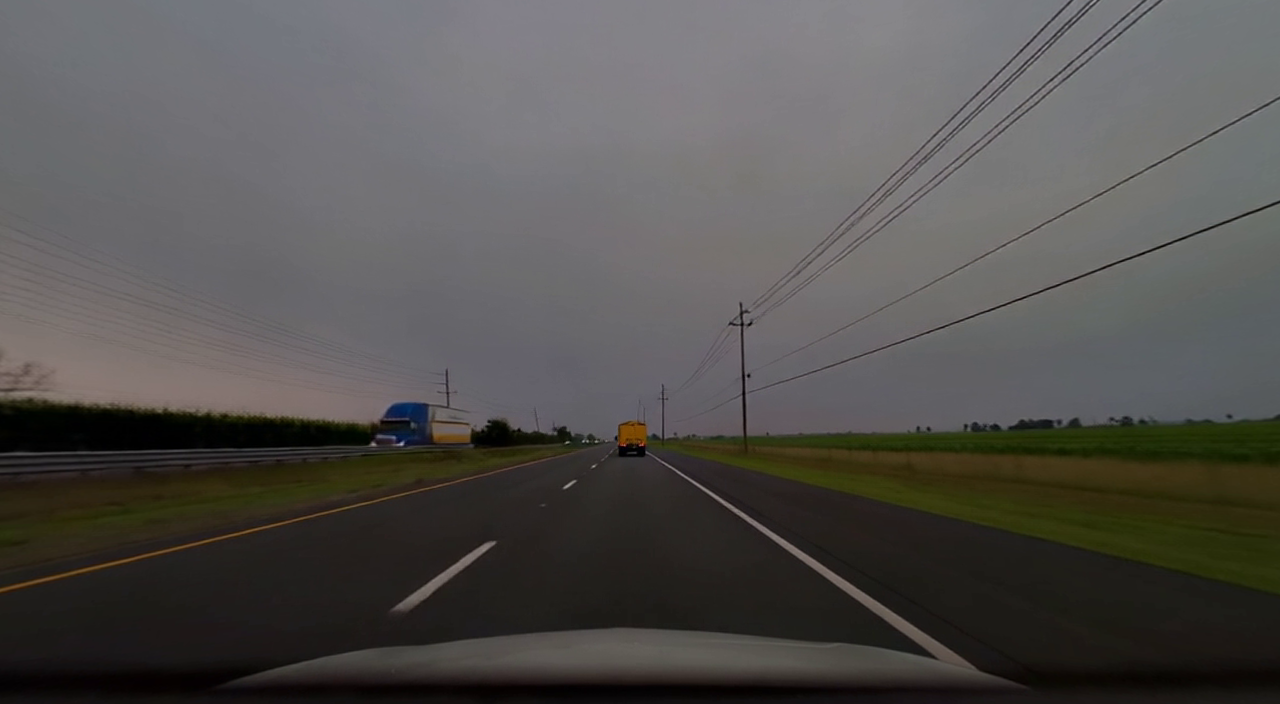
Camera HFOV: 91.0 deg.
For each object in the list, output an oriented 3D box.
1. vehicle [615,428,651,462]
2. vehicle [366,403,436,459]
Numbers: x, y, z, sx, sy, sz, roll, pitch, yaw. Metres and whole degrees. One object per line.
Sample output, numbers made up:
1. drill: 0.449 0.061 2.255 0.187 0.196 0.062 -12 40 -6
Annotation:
1. vehicle: -0.506 6.078 41.222 2.240 2.129 4.480 0 -8 -2
2. vehicle: -17.428 5.853 46.313 2.967 3.820 5.896 0 -8 -2
